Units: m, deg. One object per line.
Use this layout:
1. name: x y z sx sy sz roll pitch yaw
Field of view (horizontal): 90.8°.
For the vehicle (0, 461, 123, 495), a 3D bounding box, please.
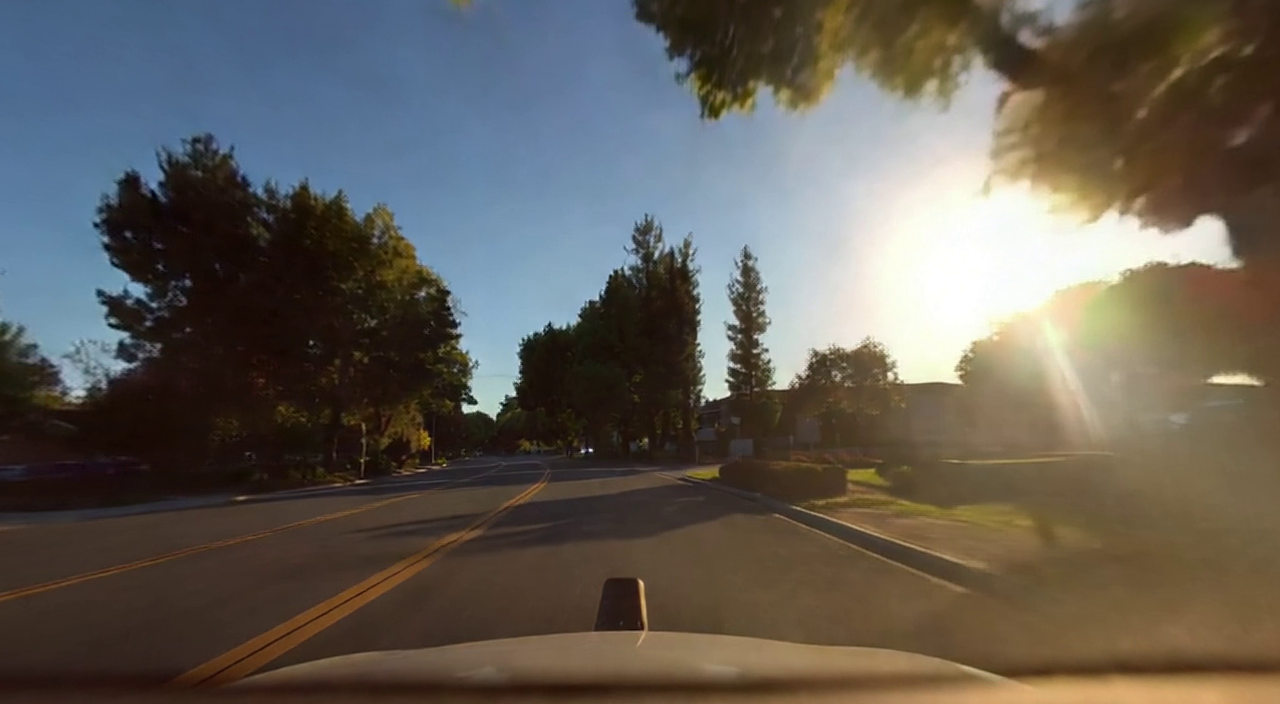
1. vehicle: -25.081 5.436 27.422 3.602 1.387 1.687 1 -9 -6
